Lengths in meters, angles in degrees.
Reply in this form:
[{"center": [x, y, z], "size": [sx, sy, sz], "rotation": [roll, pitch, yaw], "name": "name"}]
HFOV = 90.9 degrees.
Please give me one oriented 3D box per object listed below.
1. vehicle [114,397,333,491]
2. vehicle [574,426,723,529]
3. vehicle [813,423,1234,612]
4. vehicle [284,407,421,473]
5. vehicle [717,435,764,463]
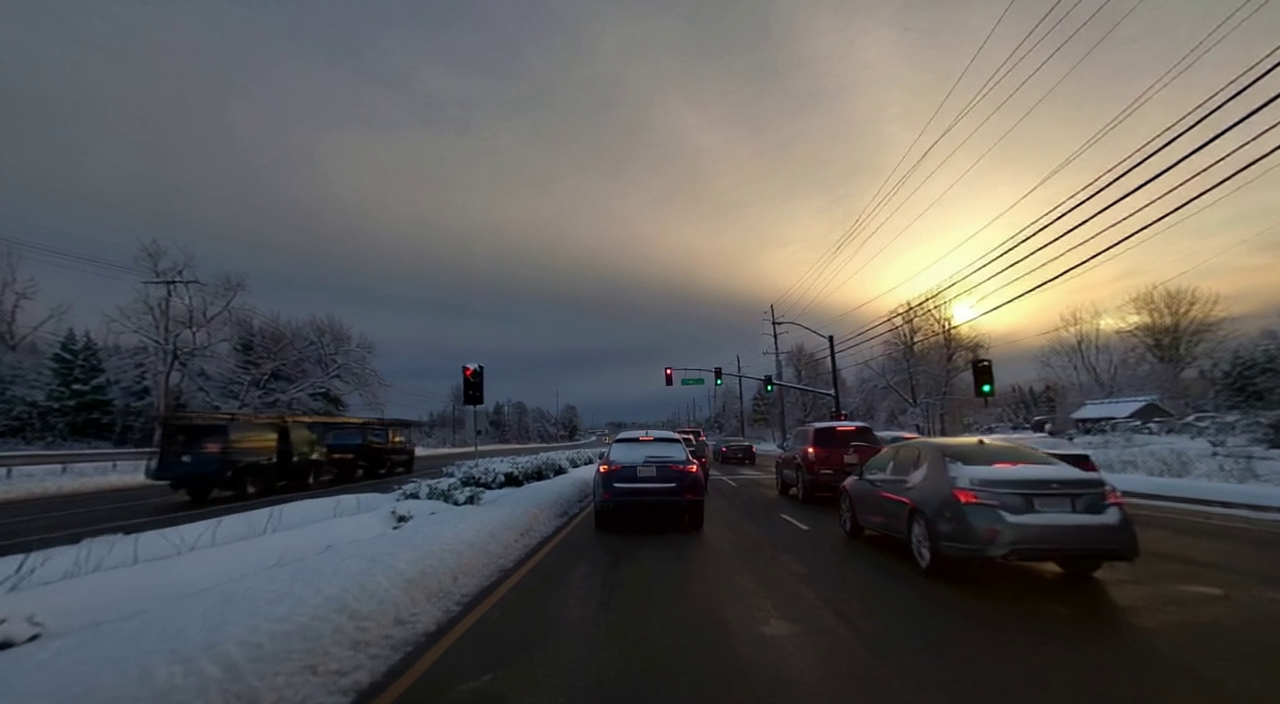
[{"center": [-17.034, 3.943, 26.930], "size": [2.934, 3.328, 8.716], "rotation": [-1, -8, 3], "name": "vehicle"}, {"center": [0.152, 2.194, 11.604], "size": [2.208, 1.498, 4.401], "rotation": [0, -8, 1], "name": "vehicle"}, {"center": [3.614, 1.628, 7.235], "size": [2.028, 1.454, 4.531], "rotation": [0, -8, 1], "name": "vehicle"}, {"center": [-16.442, 5.242, 37.237], "size": [3.085, 3.375, 9.783], "rotation": [-1, -8, 3], "name": "vehicle"}, {"center": [5.552, 5.445, 35.399], "size": [1.995, 1.491, 4.133], "rotation": [0, -8, 1], "name": "vehicle"}]
